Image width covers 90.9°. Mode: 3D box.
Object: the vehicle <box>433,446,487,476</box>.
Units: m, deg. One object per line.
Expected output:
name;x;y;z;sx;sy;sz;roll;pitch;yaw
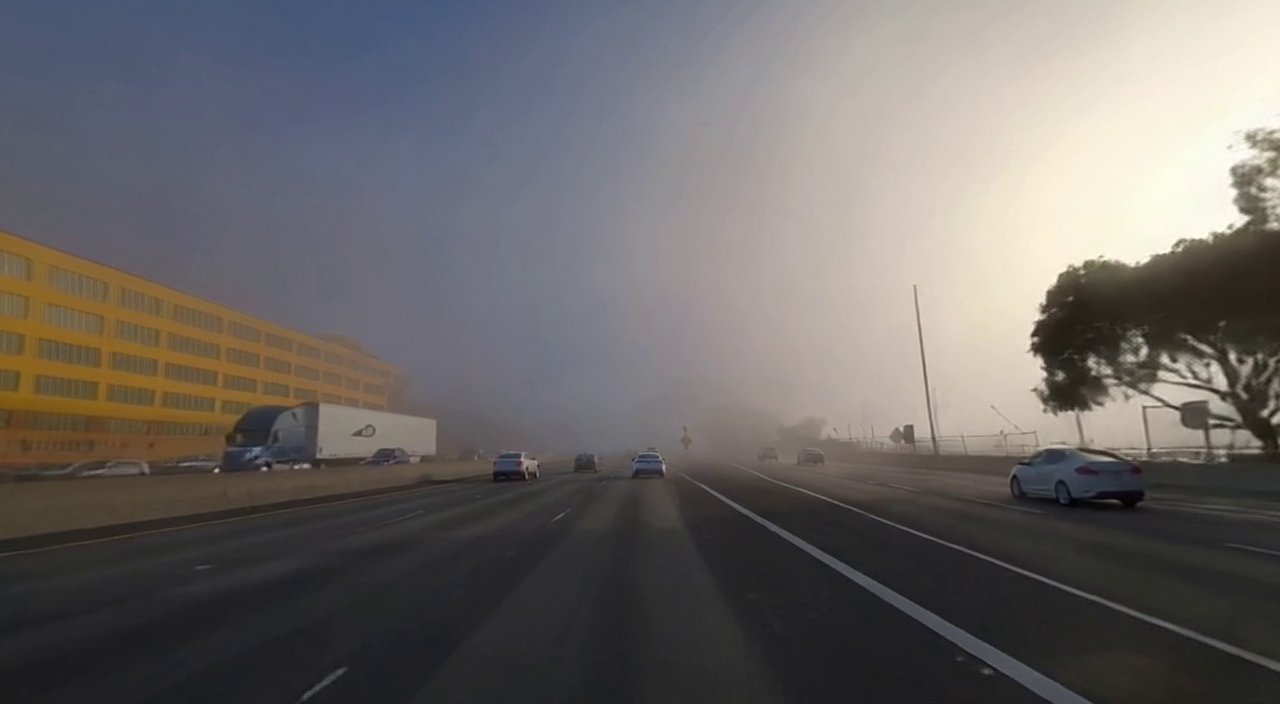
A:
vehicle;-12.993;7.865;45.936;2.216;1.945;5.942;0;-8;0

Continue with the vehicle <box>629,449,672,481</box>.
vehicle;0.531;5.957;33.480;2.107;1.538;3.999;0;-8;0

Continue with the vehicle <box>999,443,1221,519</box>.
vehicle;10.677;2.902;14.906;1.966;1.484;4.610;-1;-8;5

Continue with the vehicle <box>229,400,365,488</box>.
vehicle;-16.946;4.622;31.824;2.969;3.910;6.683;-1;-8;0

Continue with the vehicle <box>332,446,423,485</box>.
vehicle;-12.939;5.574;31.543;2.249;1.715;5.424;0;-8;-1

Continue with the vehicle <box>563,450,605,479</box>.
vehicle;-3.309;6.743;38.069;2.059;1.508;4.662;0;-8;0

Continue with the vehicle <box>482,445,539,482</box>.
vehicle;-7.120;6.137;35.128;2.106;1.827;4.814;-1;-8;1

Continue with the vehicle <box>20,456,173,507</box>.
vehicle;-20.713;4.912;24.361;1.919;1.619;4.496;0;-8;0
